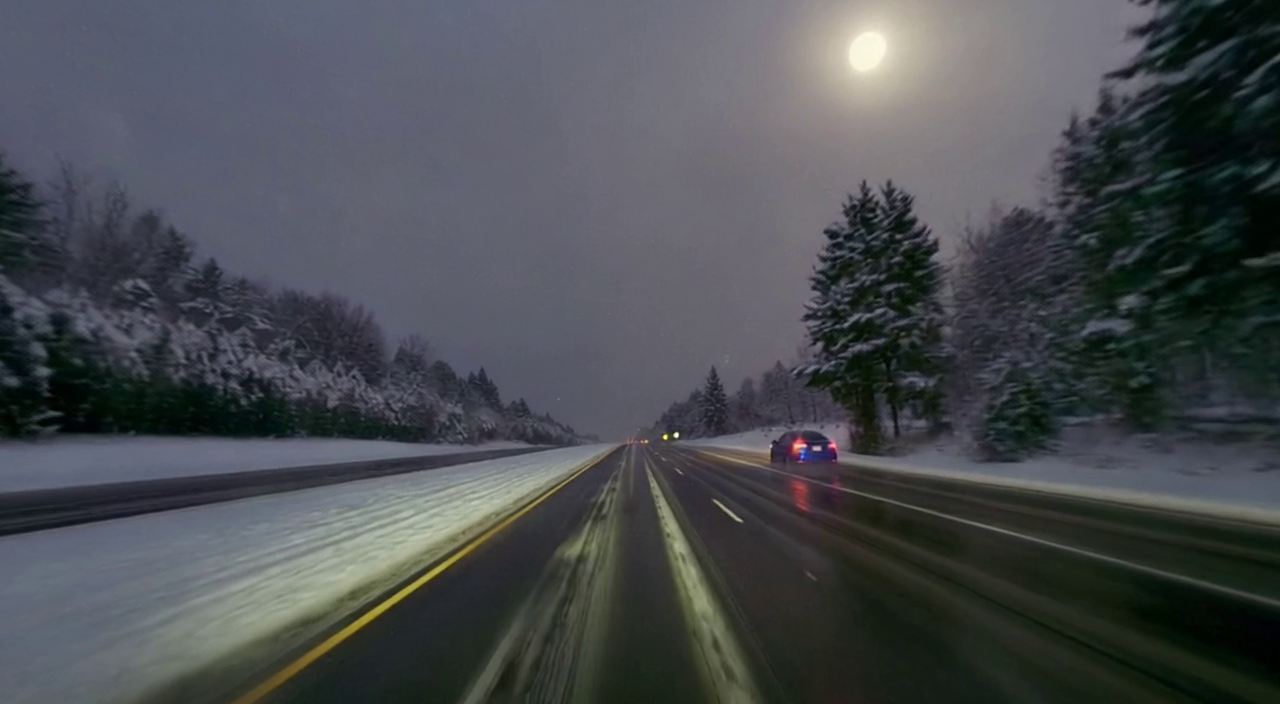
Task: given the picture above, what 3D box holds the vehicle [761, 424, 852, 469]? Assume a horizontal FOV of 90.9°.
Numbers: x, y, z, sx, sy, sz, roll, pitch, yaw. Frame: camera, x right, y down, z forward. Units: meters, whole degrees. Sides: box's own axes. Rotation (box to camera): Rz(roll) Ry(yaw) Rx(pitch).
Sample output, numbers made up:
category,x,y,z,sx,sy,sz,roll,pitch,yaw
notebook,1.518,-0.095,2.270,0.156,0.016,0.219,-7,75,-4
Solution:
category,x,y,z,sx,sy,sz,roll,pitch,yaw
vehicle,6.836,3.953,26.516,2.273,1.698,4.863,0,-8,-3
